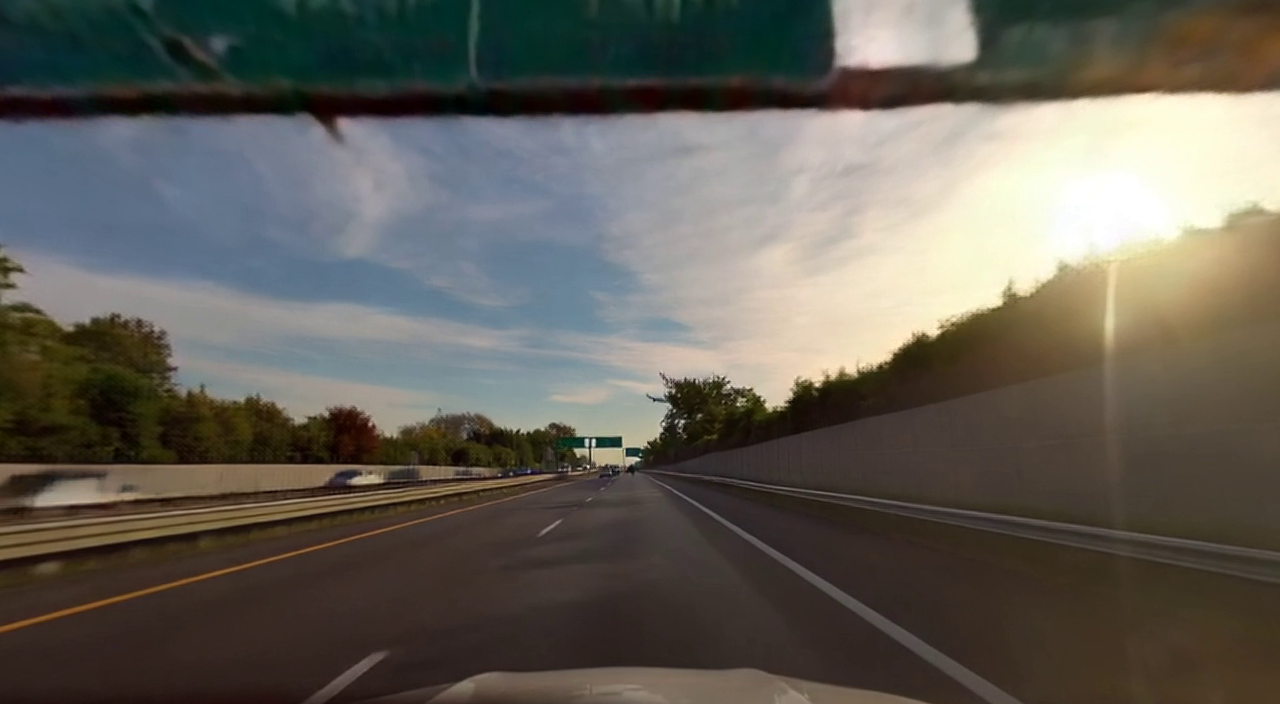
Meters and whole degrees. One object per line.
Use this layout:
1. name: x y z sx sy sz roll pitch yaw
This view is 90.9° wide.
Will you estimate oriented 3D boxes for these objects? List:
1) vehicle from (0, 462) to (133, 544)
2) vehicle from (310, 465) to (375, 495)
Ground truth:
1. vehicle: -12.709 2.888 12.269 1.942 1.462 4.503 1 -11 -1
2. vehicle: -16.364 7.046 34.863 1.709 1.501 3.758 1 -11 0
